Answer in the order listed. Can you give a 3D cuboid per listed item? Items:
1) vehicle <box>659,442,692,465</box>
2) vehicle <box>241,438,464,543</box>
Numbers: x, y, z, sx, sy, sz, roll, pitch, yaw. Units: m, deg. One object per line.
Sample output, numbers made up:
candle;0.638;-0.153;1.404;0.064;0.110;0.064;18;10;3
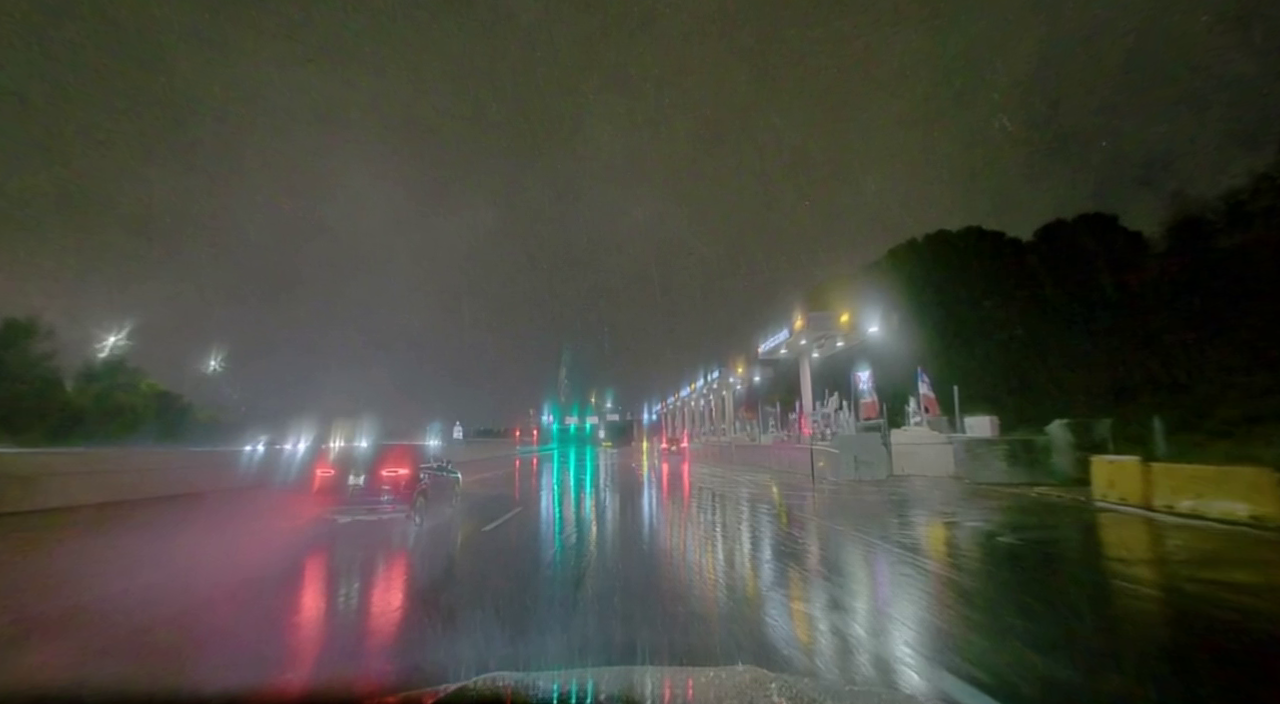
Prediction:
vehicle;2.664;7.721;48.423;2.072;1.639;4.919;0;-8;-2
vehicle;-4.733;2.309;11.270;1.981;1.465;4.334;0;-8;-1
